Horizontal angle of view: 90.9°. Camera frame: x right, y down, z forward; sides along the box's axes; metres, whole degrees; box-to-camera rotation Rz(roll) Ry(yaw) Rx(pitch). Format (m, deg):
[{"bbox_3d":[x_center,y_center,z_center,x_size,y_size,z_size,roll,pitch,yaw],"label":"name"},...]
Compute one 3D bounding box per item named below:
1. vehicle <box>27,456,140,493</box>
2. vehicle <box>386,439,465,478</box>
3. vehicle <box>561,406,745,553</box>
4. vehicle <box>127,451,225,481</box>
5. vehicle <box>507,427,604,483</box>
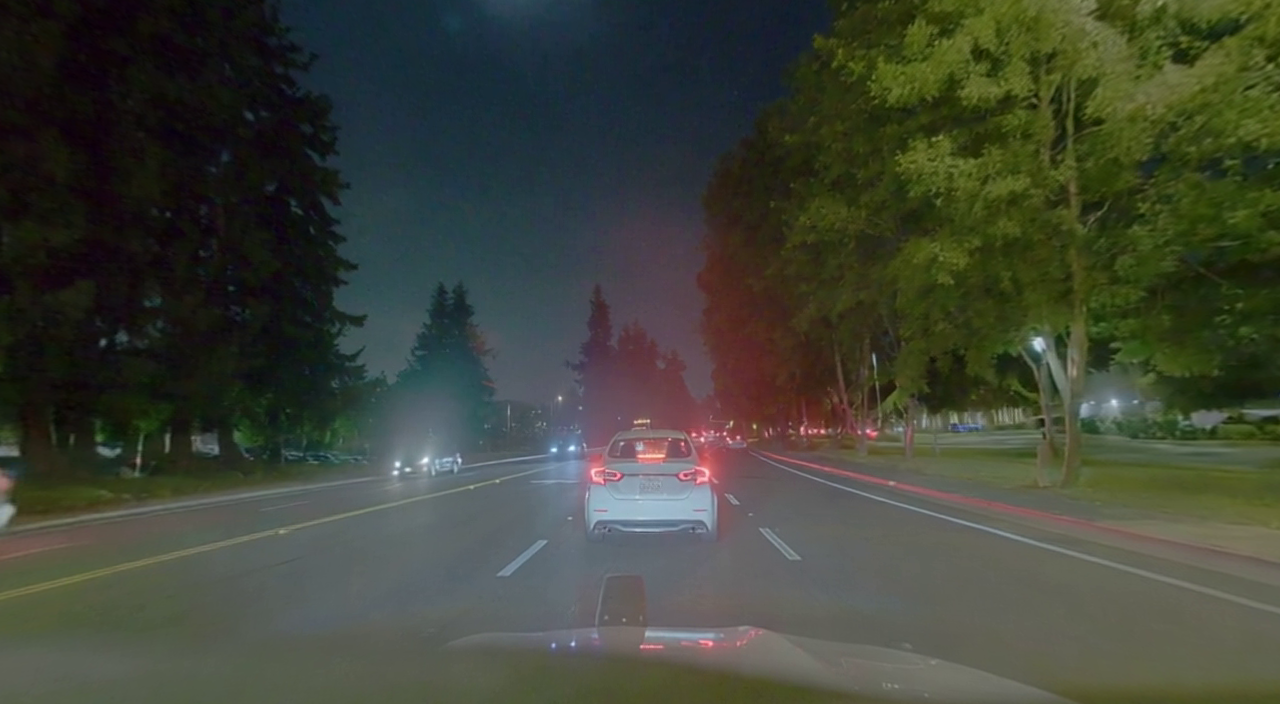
[{"bbox_3d":[-27.267,5.990,30.951,4.272,1.438,1.801,-5,-9,9],"label":"vehicle"},{"bbox_3d":[-10.199,5.074,30.426,2.005,1.701,4.355,-1,-8,5],"label":"vehicle"},{"bbox_3d":[0.171,1.800,9.563,2.154,1.710,4.128,-1,-8,1],"label":"vehicle"},{"bbox_3d":[-26.686,6.554,36.316,4.256,1.633,1.940,-1,-8,6],"label":"vehicle"},{"bbox_3d":[-2.895,3.673,22.783,2.057,1.786,4.725,-2,-8,11],"label":"vehicle"}]
